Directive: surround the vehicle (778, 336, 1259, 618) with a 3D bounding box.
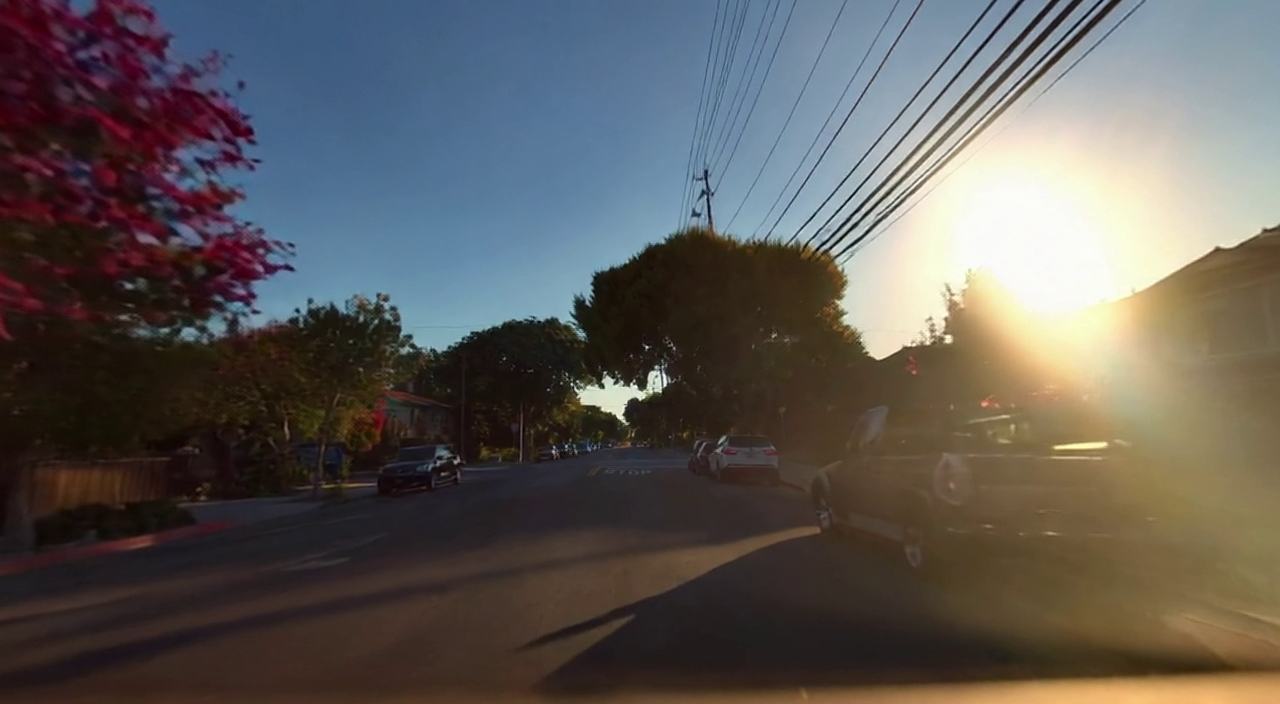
[{"bbox_3d":[3.394,1.317,7.558,2.111,2.054,5.748,0,-8,-1],"label":"vehicle"}]

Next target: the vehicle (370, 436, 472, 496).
[{"bbox_3d":[-7.371,3.940,21.737,1.980,1.664,4.342,-5,-11,0],"label":"vehicle"}]

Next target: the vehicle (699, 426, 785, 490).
[{"bbox_3d":[3.124,3.348,20.235,1.993,1.778,4.311,0,-8,0],"label":"vehicle"}]
